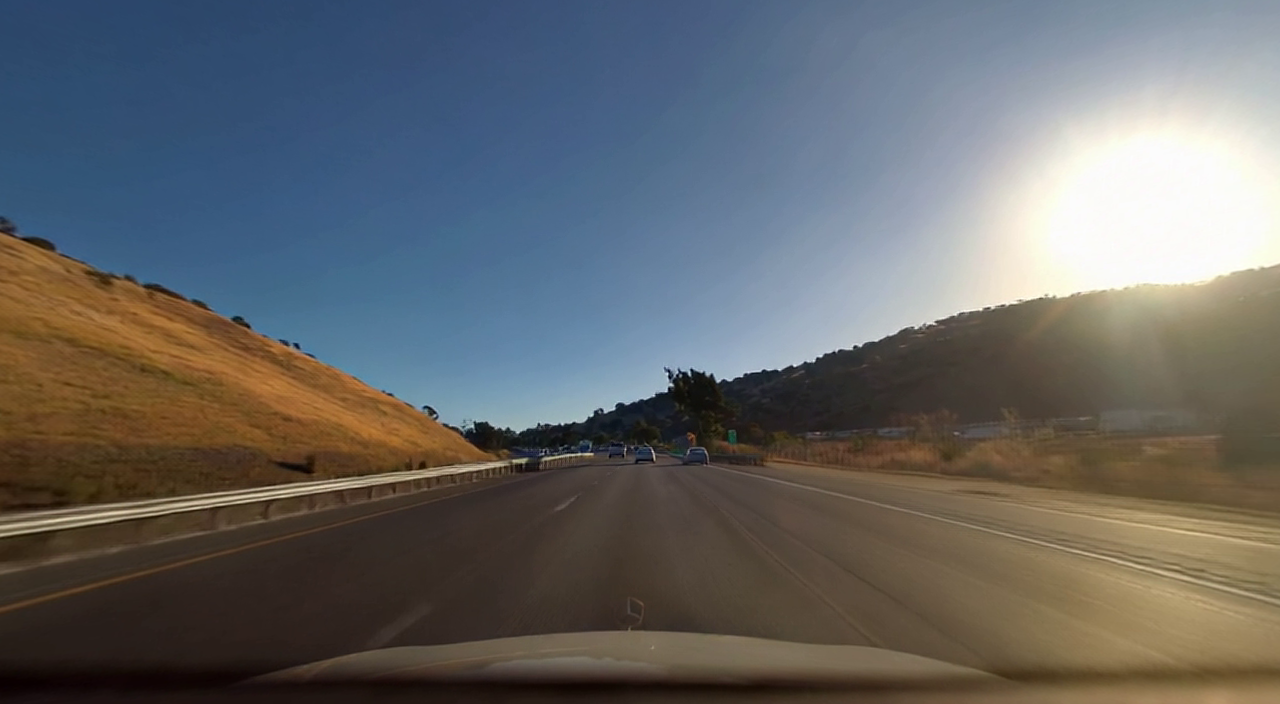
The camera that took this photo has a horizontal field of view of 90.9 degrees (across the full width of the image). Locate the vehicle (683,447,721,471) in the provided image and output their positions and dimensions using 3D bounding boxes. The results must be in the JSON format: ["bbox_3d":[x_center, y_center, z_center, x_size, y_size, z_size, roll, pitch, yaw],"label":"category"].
[{"bbox_3d":[3.843,6.672,39.541,1.976,1.352,3.602,0,-8,0],"label":"vehicle"}]

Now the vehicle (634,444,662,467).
[{"bbox_3d":[0.554,7.729,47.241,1.986,1.576,4.312,0,-8,0],"label":"vehicle"}]
